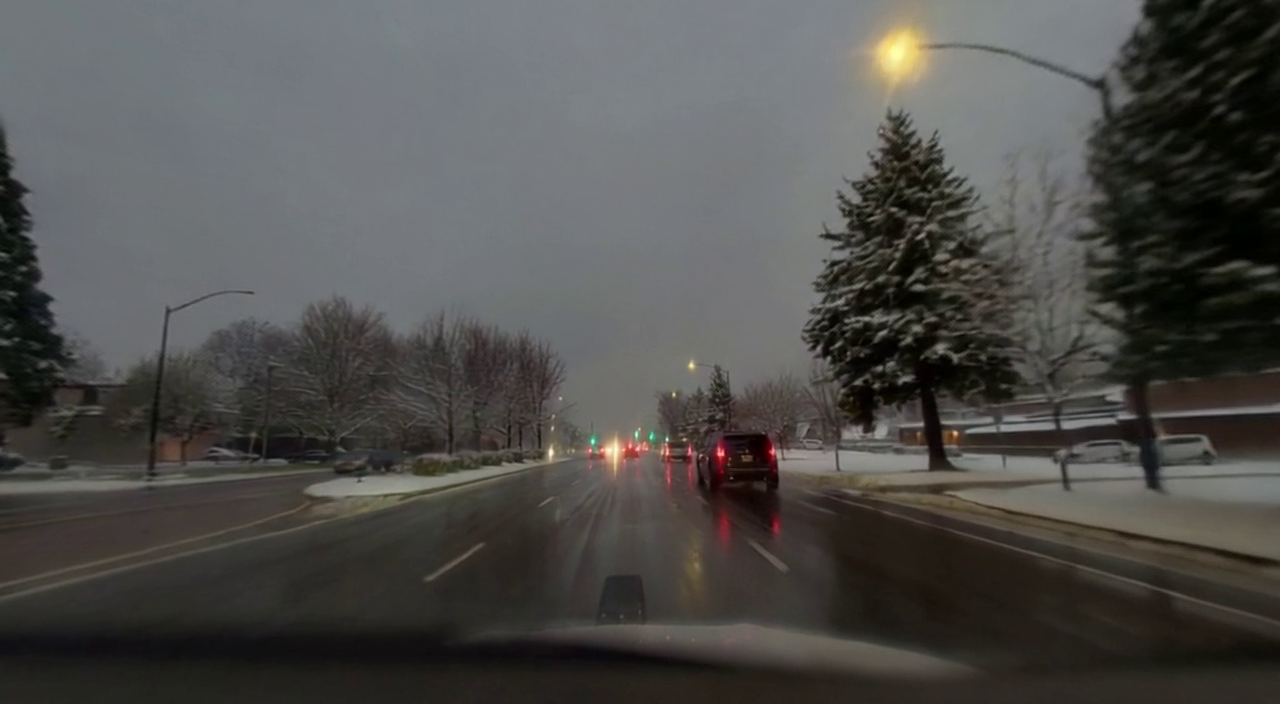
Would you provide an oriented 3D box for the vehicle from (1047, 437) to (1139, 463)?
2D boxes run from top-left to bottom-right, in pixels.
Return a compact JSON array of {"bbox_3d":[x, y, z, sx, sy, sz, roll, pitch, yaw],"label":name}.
[{"bbox_3d":[30.316,6.567,42.379,4.607,1.683,2.217,1,-8,-8],"label":"vehicle"}]

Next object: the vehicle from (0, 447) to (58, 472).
[{"bbox_3d":[-45.981,7.741,45.683,5.412,1.708,2.213,0,-8,-1],"label":"vehicle"}]

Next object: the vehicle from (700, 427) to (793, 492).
[{"bbox_3d":[3.210,3.363,20.017,2.060,1.816,4.343,0,-8,-2],"label":"vehicle"}]

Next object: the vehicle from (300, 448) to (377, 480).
[{"bbox_3d":[-16.392,6.092,34.661,1.988,1.619,4.561,0,-8,0],"label":"vehicle"}]

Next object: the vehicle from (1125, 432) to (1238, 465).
[{"bbox_3d":[31.165,5.519,36.421,5.111,1.834,2.093,1,-8,-11],"label":"vehicle"}]
